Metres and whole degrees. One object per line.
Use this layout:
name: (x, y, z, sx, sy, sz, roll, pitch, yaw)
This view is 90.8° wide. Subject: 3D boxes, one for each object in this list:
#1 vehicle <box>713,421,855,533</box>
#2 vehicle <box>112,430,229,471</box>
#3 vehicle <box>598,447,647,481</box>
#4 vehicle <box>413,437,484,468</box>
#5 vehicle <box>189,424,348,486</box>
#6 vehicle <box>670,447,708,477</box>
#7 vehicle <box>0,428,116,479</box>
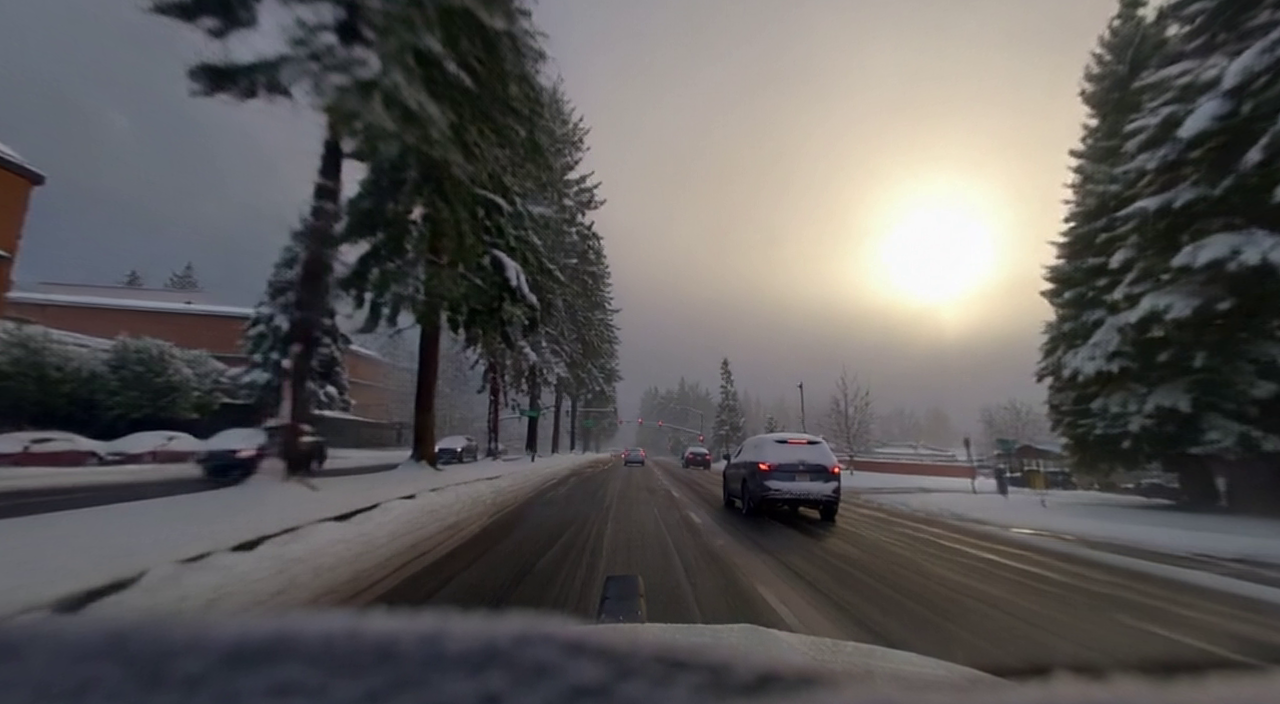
vehicle: (2.911, 2.631, 13.780, 2.035, 1.940, 4.299, 3, -9, -1)
vehicle: (-19.400, 4.111, 26.368, 1.780, 1.546, 4.060, 0, -9, -1)
vehicle: (-0.741, 5.110, 29.118, 2.119, 1.460, 3.847, 0, -9, 0)
vehicle: (-11.609, 6.139, 38.764, 2.496, 1.750, 5.670, 0, -9, 1)
vehicle: (-11.187, 3.157, 19.526, 2.105, 1.645, 4.590, 0, -9, 0)
vehicle: (2.943, 6.697, 38.588, 1.922, 1.708, 4.126, 0, -9, -1)
vehicle: (-19.240, 3.150, 19.655, 1.913, 1.417, 4.592, 0, -9, 0)
